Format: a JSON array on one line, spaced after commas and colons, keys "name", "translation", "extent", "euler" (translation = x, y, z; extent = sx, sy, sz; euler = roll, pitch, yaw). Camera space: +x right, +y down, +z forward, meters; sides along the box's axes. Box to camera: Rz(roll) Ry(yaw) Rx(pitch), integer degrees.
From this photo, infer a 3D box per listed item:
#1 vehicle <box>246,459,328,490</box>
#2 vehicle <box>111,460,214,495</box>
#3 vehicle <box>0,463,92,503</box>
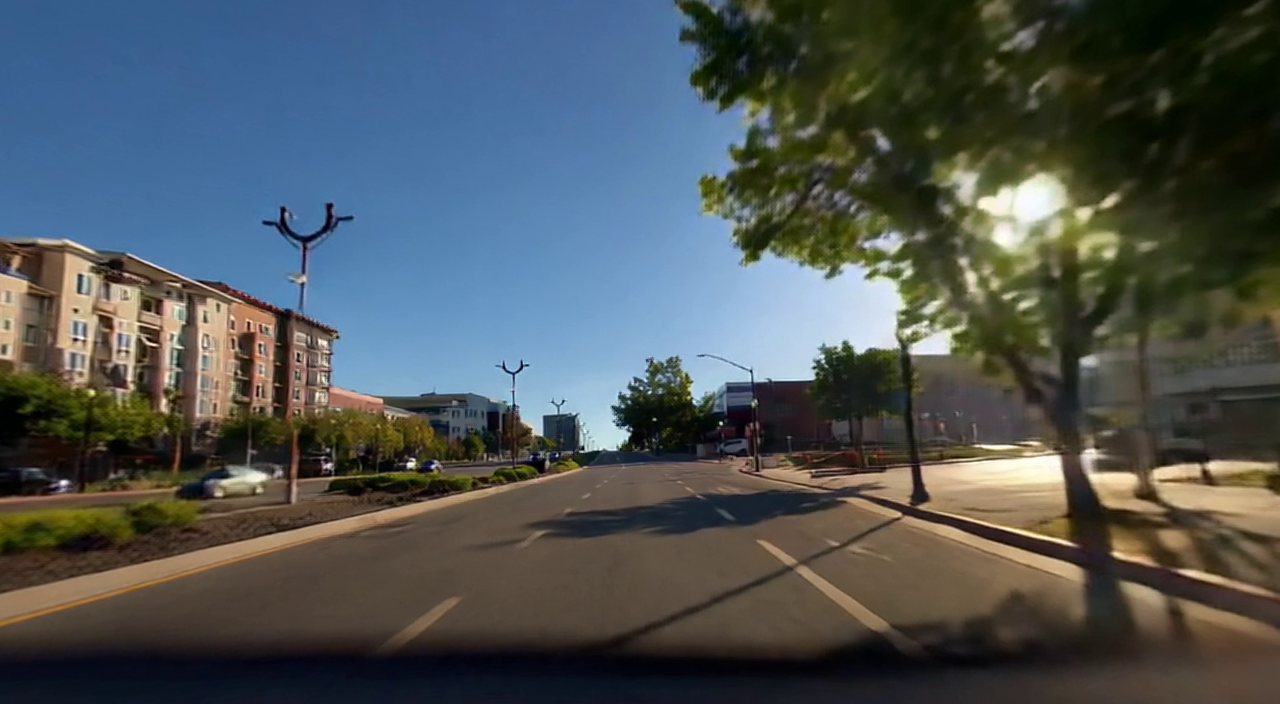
[{"name": "vehicle", "translation": [-18.915, 6.585, 34.039], "extent": [1.835, 1.417, 4.352], "euler": [0, -8, 2]}, {"name": "vehicle", "translation": [-26.082, 6.846, 34.662], "extent": [2.124, 1.650, 4.413], "euler": [0, -8, 1]}, {"name": "vehicle", "translation": [-31.657, 6.732, 32.711], "extent": [2.235, 1.777, 4.963], "euler": [1, -8, -5]}]
